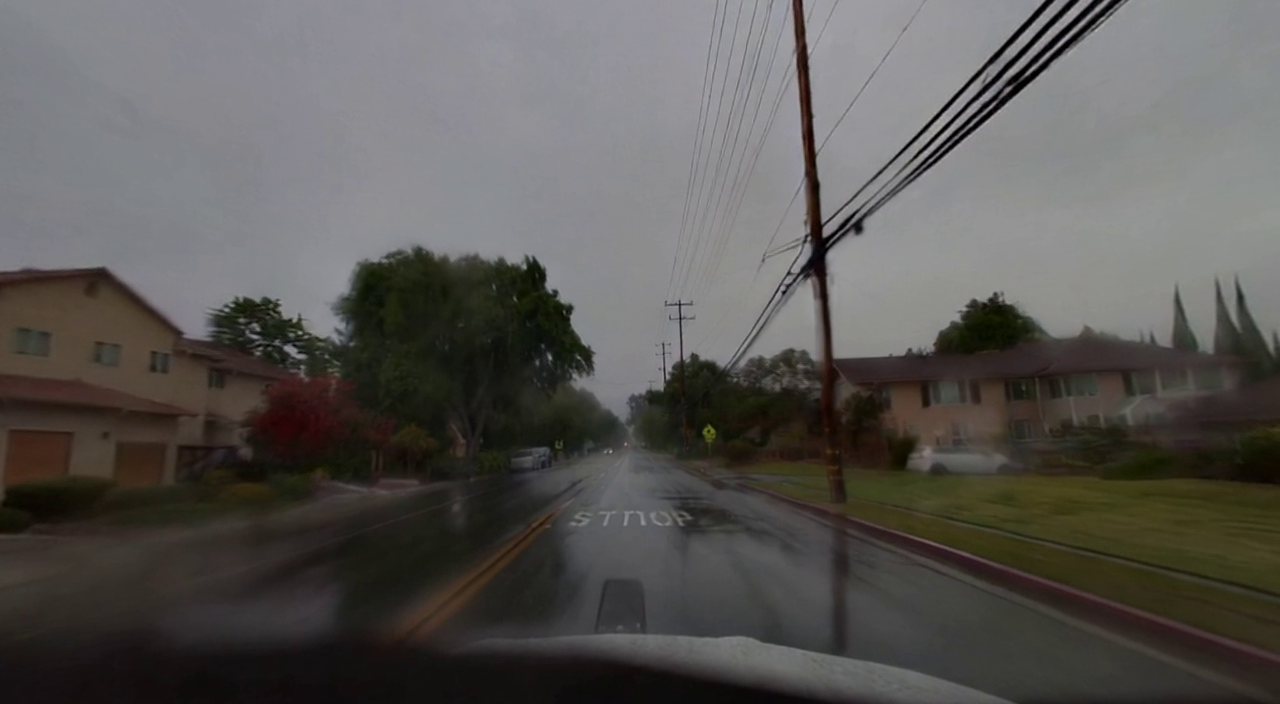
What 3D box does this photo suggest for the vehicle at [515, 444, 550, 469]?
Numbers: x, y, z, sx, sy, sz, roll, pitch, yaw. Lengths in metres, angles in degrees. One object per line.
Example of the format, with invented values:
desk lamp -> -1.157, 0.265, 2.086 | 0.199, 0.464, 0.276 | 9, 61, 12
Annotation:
vehicle -> -8.252, 8.005, 48.664 | 2.002, 1.747, 4.466 | -1, -7, -1

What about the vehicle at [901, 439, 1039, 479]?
vehicle -> 13.684, 4.434, 26.397 | 4.624, 1.420, 2.045 | -2, -8, -3

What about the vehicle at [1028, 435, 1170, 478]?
vehicle -> 19.024, 4.342, 26.342 | 4.362, 1.480, 1.903 | -3, -7, 0
